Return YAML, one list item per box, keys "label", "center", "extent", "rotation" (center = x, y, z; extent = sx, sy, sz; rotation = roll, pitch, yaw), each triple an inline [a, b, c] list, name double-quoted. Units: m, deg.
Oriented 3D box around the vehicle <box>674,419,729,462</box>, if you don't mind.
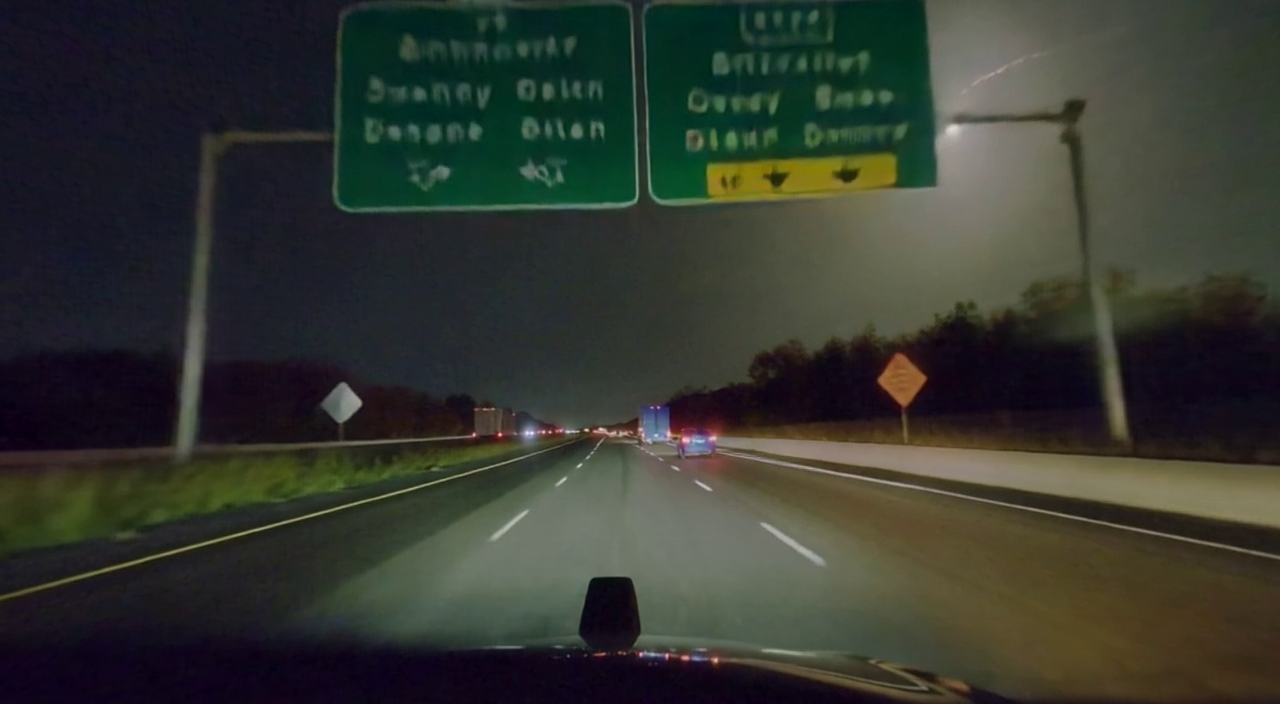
- label: "vehicle"
  center: [2.924, 4.316, 30.799]
  extent: [2.076, 1.914, 4.287]
  rotation: [0, -8, -2]
